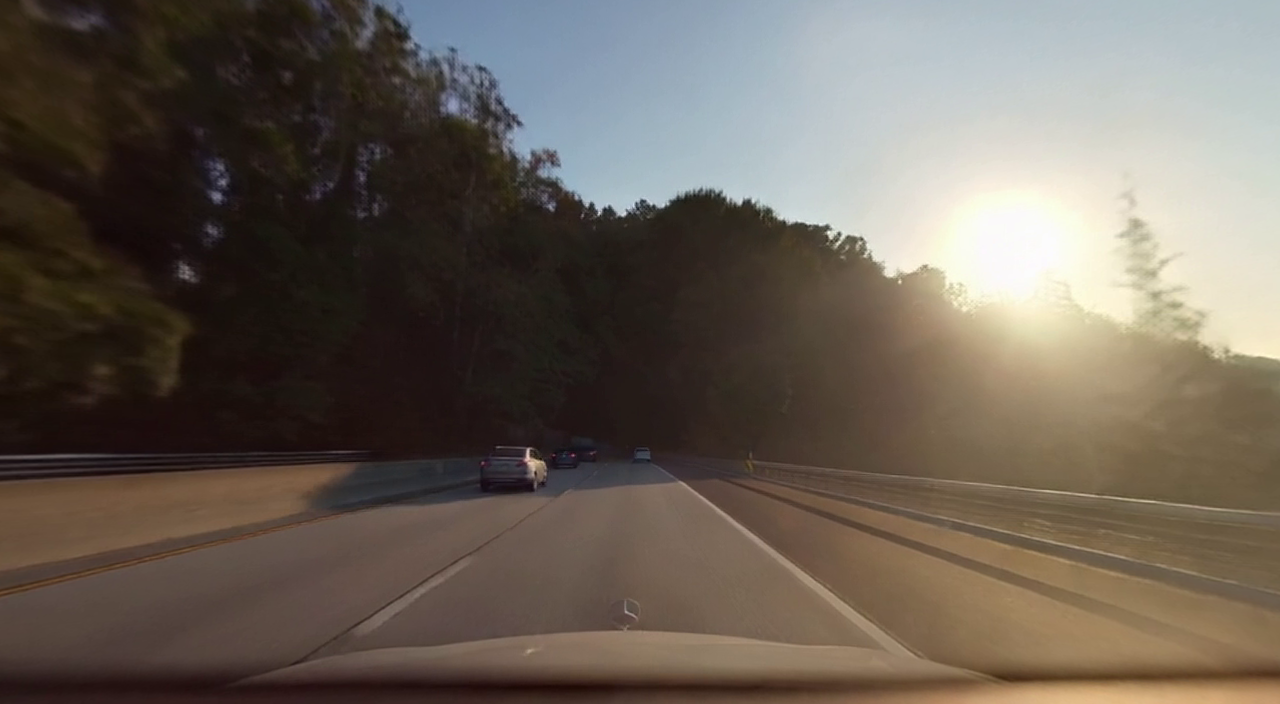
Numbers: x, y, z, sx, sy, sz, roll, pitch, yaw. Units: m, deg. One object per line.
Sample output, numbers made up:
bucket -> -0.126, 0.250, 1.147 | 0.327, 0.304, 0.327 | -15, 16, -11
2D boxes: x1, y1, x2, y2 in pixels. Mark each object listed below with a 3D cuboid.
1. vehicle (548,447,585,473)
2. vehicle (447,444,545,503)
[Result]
vehicle -> -4.630, 6.812, 40.069 | 1.838, 1.508, 4.317 | 0, -9, 0
vehicle -> -3.991, 3.408, 18.154 | 1.897, 1.481, 3.859 | 0, -9, 0
